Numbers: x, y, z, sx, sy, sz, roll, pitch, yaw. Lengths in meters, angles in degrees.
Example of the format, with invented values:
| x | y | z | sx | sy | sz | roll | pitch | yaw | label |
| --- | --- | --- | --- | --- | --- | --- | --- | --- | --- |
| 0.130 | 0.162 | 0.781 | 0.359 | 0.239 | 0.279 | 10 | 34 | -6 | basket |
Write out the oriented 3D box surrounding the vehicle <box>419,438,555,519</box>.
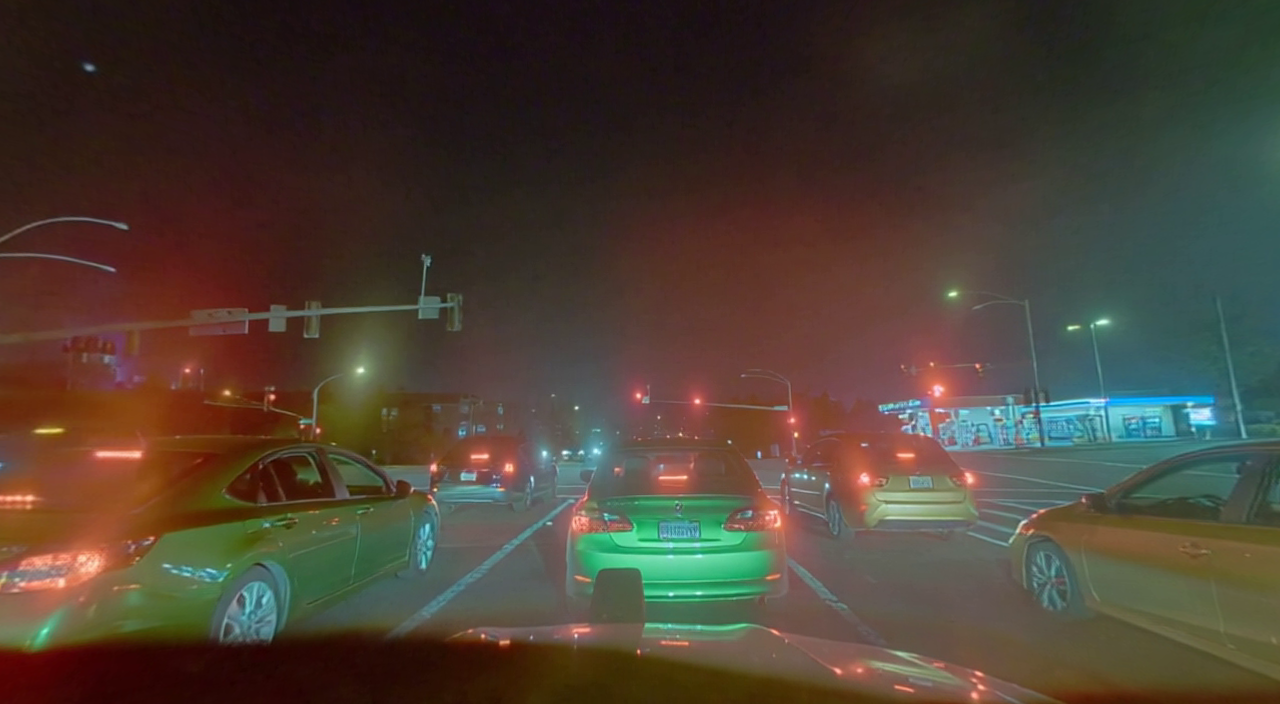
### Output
| x | y | z | sx | sy | sz | roll | pitch | yaw | label |
| --- | --- | --- | --- | --- | --- | --- | --- | --- | --- |
| -3.092 | 2.640 | 13.688 | 1.867 | 1.474 | 4.237 | 0 | -9 | 0 | vehicle |

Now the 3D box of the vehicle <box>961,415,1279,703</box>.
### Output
| x | y | z | sx | sy | sz | roll | pitch | yaw | label |
| --- | --- | --- | --- | --- | --- | --- | --- | --- | --- |
| 4.167 | 1.144 | 3.643 | 1.950 | 1.497 | 4.686 | 0 | -9 | -3 | vehicle |

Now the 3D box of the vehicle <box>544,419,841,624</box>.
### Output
| x | y | z | sx | sy | sz | roll | pitch | yaw | label |
| --- | --- | --- | --- | --- | --- | --- | --- | --- | --- |
| 0.336 | 1.590 | 6.934 | 2.220 | 1.507 | 4.317 | 0 | -9 | -2 | vehicle |

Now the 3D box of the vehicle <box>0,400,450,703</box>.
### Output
| x | y | z | sx | sy | sz | roll | pitch | yaw | label |
| --- | --- | --- | --- | --- | --- | --- | --- | --- | --- |
| -3.017 | 1.259 | 4.606 | 1.887 | 1.493 | 4.255 | 0 | -9 | 0 | vehicle |

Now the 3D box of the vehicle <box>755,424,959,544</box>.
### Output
| x | y | z | sx | sy | sz | roll | pitch | yaw | label |
| --- | --- | --- | --- | --- | --- | --- | --- | --- | --- |
| 3.367 | 2.129 | 10.773 | 1.947 | 1.630 | 4.127 | 0 | -9 | -1 | vehicle |
